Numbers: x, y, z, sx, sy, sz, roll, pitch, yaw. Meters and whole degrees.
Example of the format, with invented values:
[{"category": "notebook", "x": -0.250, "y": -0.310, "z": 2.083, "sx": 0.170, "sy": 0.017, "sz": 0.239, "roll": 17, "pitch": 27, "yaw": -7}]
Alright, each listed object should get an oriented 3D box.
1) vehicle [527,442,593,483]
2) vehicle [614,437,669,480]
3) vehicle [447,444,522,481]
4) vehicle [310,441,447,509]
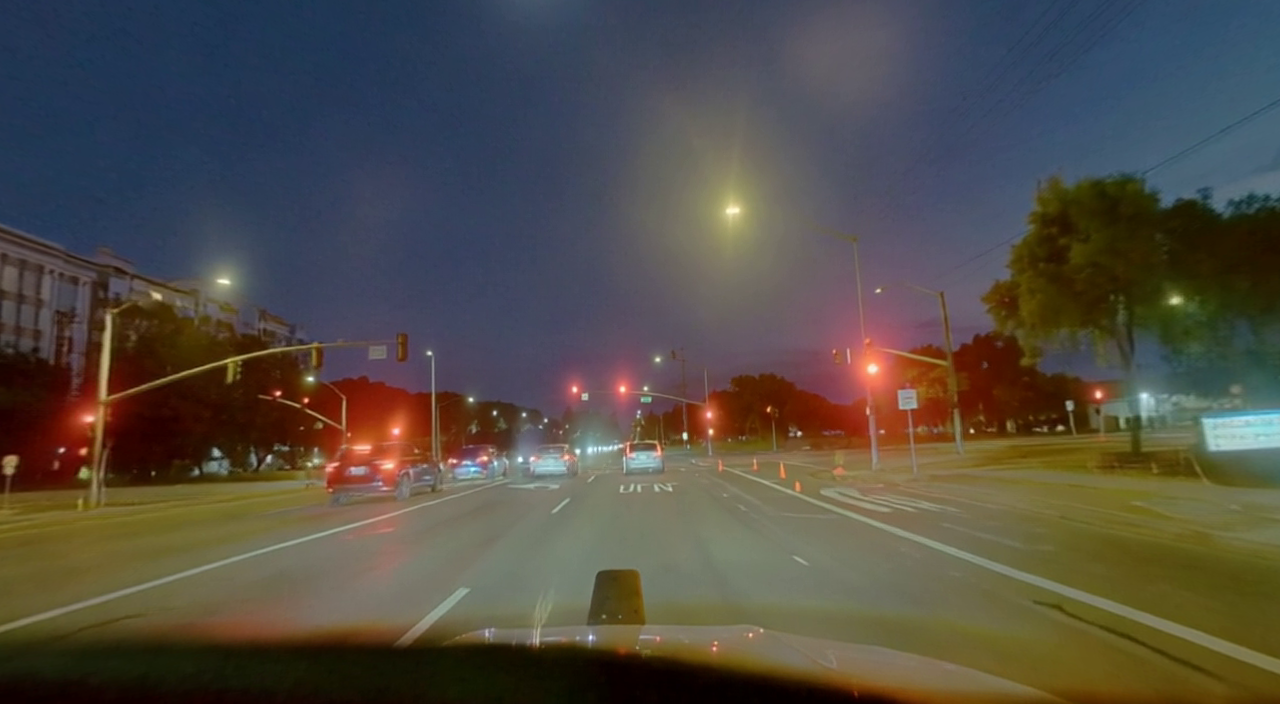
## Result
[{"category": "vehicle", "x": -2.997, "y": 4.233, "z": 24.511, "sx": 1.946, "sy": 1.437, "sz": 4.154, "roll": 0, "pitch": -8, "yaw": 1}, {"category": "vehicle", "x": 0.066, "y": 4.146, "z": 24.852, "sx": 1.985, "sy": 1.521, "sz": 3.968, "roll": 0, "pitch": -8, "yaw": 0}, {"category": "vehicle", "x": -6.551, "y": 4.699, "z": 27.125, "sx": 2.074, "sy": 1.447, "sz": 4.224, "roll": 0, "pitch": -8, "yaw": 1}, {"category": "vehicle", "x": -6.760, "y": 3.177, "z": 16.879, "sx": 1.869, "sy": 1.570, "sz": 4.064, "roll": 0, "pitch": -8, "yaw": 1}]
